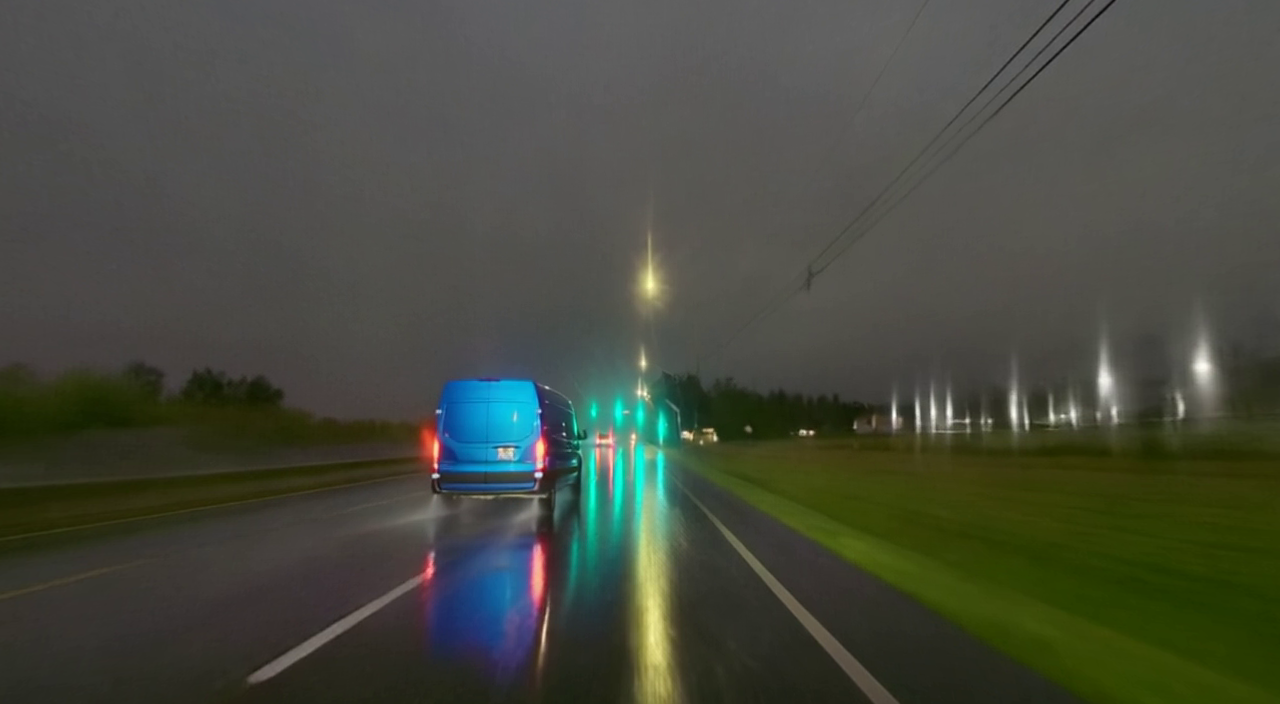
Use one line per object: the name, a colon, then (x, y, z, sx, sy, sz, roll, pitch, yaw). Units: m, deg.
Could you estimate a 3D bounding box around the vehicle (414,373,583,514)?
vehicle: (-2.934, 2.152, 14.934, 2.497, 2.628, 6.016, 0, -8, 1)
